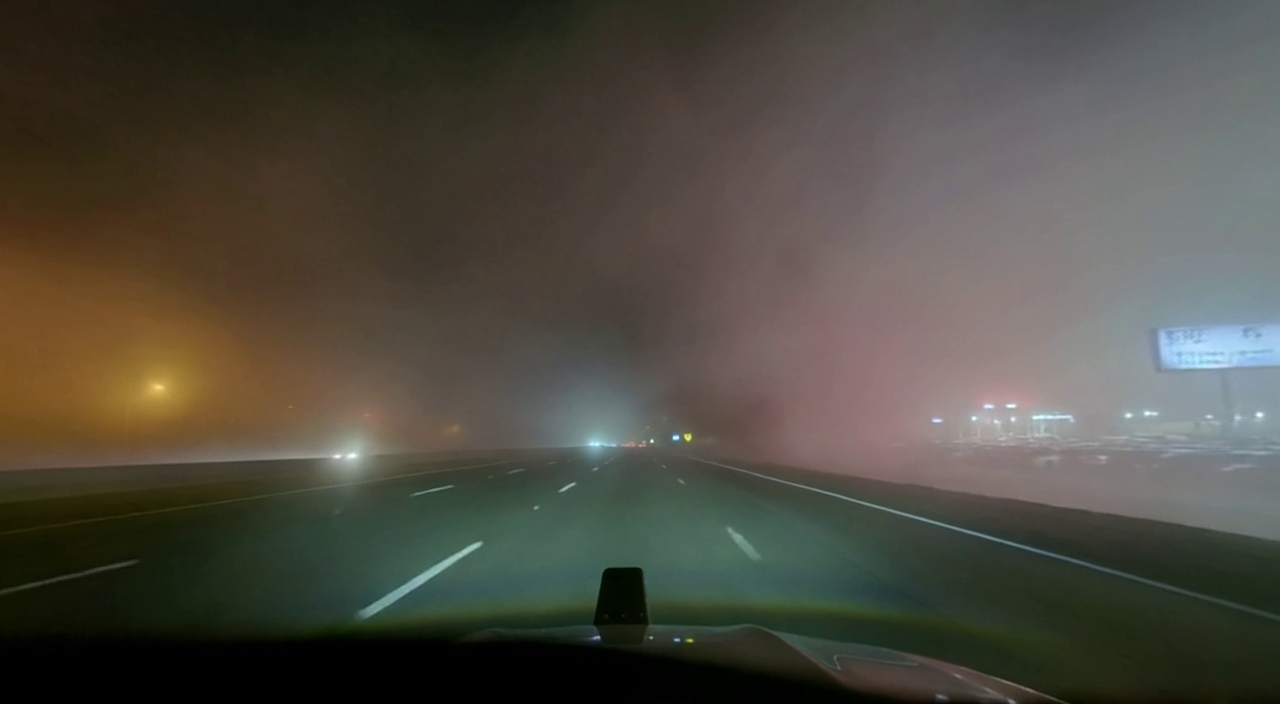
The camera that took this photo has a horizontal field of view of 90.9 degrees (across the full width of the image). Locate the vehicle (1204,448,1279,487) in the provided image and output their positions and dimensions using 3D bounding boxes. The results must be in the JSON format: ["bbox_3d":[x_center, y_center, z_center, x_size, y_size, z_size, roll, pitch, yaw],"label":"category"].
[{"bbox_3d":[35.046,6.349,34.906,5.369,2.011,2.213,0,-8,0],"label":"vehicle"}]
